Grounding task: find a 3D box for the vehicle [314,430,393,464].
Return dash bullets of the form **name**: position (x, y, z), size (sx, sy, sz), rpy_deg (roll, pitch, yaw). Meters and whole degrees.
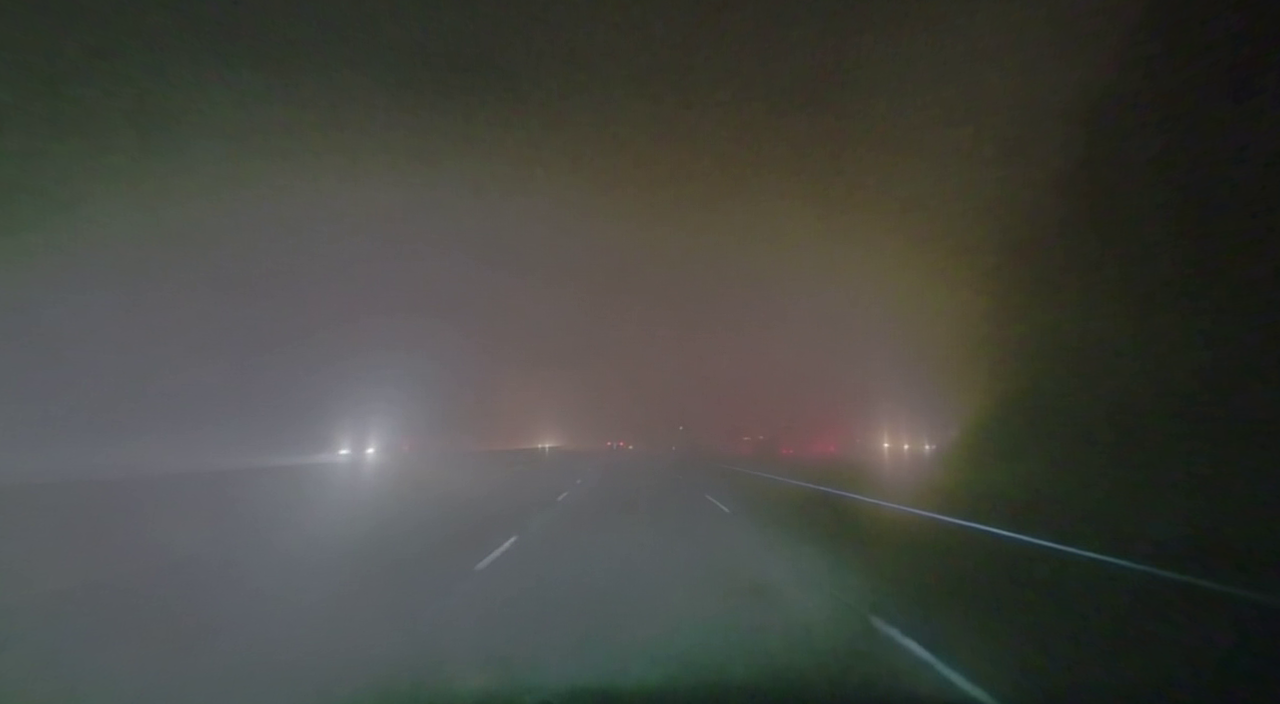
- **vehicle**: position (-14.247, 4.726, 31.609), size (2.011, 1.555, 4.404), rpy_deg (0, -8, -3)
